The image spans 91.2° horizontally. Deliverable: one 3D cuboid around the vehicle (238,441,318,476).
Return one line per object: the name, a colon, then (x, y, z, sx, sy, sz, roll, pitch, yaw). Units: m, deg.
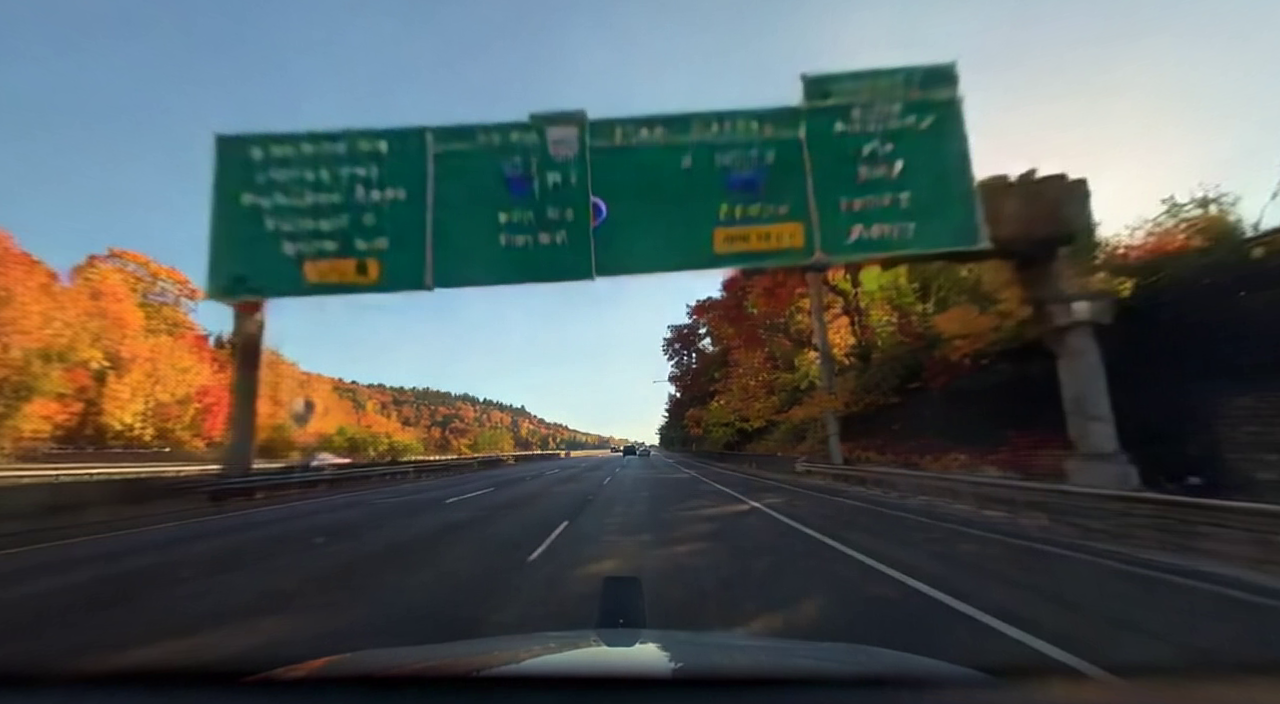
vehicle: (-19.229, 5.665, 33.490, 1.873, 1.754, 3.936, 0, -9, 0)
